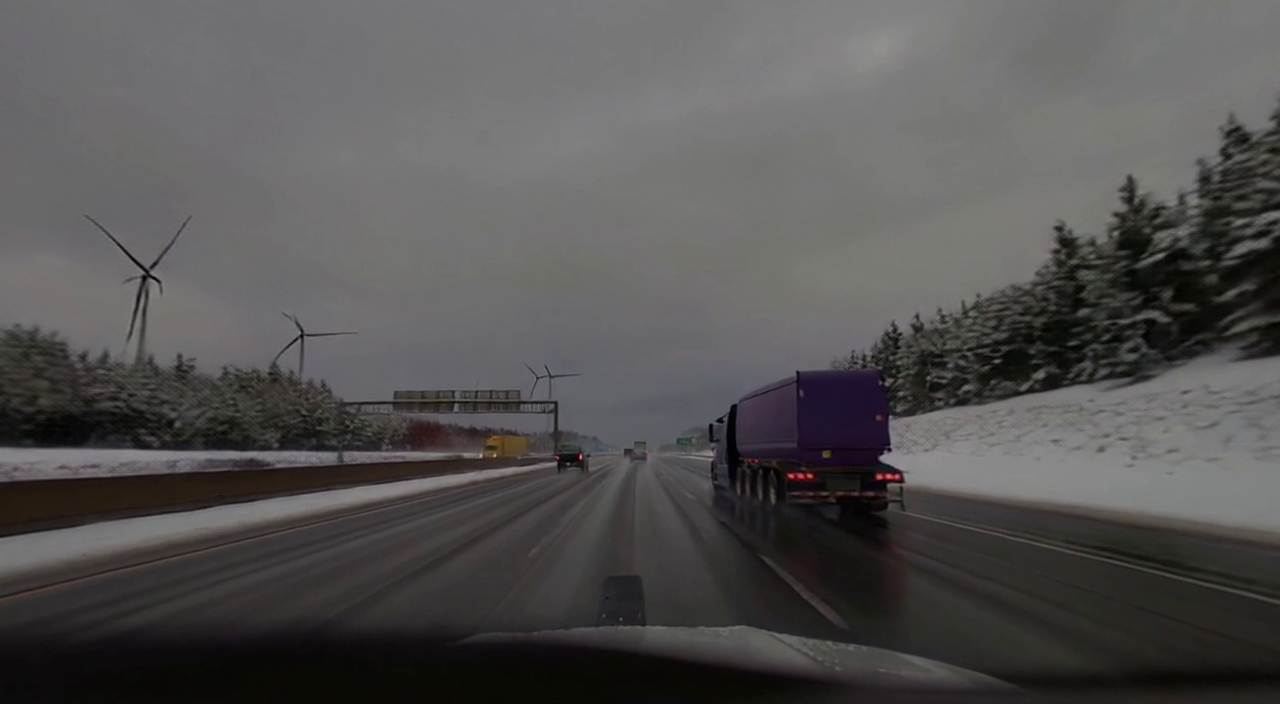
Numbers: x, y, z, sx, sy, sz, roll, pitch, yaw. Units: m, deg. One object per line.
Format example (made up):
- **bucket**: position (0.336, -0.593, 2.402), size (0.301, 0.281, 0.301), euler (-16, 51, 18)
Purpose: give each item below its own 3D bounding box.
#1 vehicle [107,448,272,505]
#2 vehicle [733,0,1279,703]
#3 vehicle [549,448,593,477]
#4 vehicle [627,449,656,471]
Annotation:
- **vehicle**: position (-12.127, 3.329, 17.319), size (1.780, 1.383, 3.624), euler (0, -9, 1)
- **vehicle**: position (3.820, 0.780, 8.343), size (2.947, 3.989, 13.568), euler (0, -9, -1)
- **vehicle**: position (-3.838, 6.190, 35.609), size (1.952, 1.521, 4.095), euler (0, -9, 1)
- **vehicle**: position (0.073, 7.638, 44.923), size (1.931, 1.453, 3.695), euler (0, -9, -1)
